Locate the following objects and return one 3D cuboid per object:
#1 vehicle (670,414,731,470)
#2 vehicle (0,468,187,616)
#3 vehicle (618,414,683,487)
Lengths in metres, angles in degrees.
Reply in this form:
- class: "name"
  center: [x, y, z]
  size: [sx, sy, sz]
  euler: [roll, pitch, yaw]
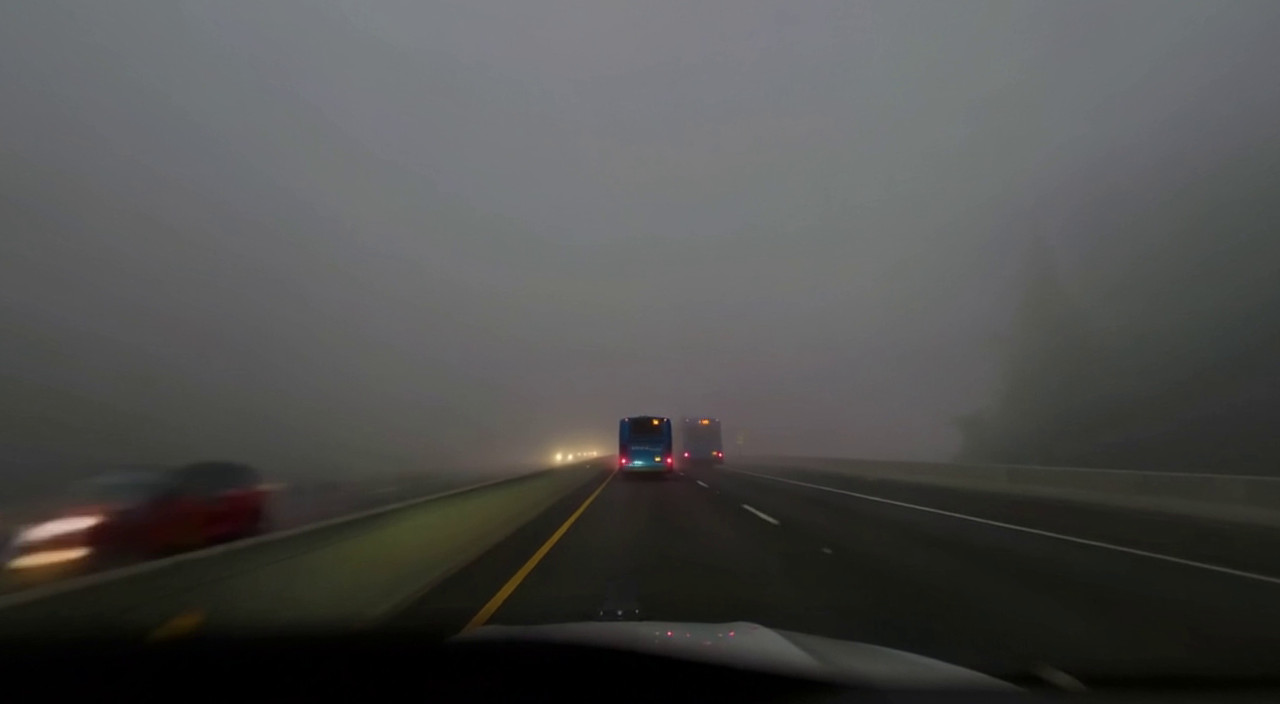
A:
- class: "vehicle"
  center: [4.307, 6.956, 47.851]
  size: [3.074, 3.668, 12.805]
  euler: [0, -9, -1]
- class: "vehicle"
  center: [-7.855, 2.176, 7.238]
  size: [1.870, 1.500, 4.516]
  euler: [-1, -9, 0]
- class: "vehicle"
  center: [0.299, 4.091, 26.170]
  size: [2.414, 2.675, 5.574]
  euler: [0, -9, -2]
